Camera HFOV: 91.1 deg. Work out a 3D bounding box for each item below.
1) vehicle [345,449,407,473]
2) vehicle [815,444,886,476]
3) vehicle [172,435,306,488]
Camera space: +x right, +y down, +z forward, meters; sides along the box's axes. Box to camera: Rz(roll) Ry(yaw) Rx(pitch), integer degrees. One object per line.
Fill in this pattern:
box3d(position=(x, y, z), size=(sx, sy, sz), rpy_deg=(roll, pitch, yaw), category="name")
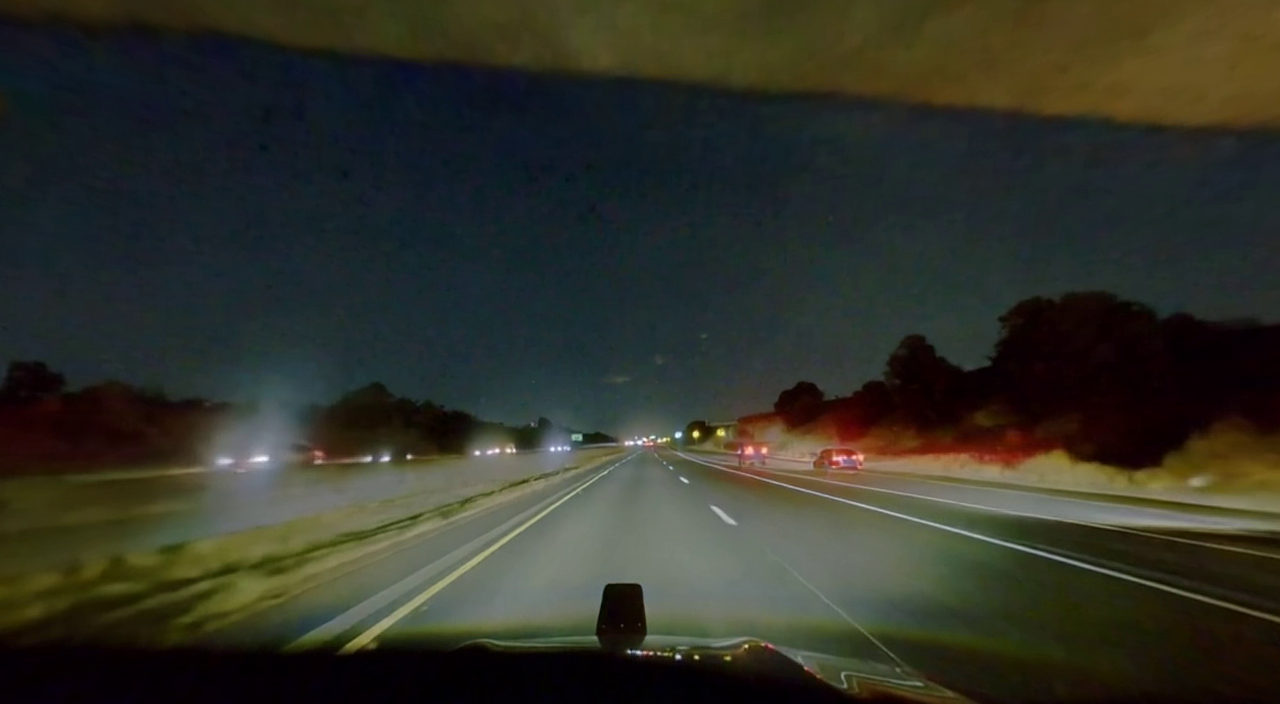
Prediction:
box3d(position=(-16.967, 7.008, 40.578), size=(1.953, 1.455, 4.538), rpy_deg=(0, -8, 1), category="vehicle")
box3d(position=(10.335, 5.304, 31.151), size=(1.927, 1.472, 4.076), rpy_deg=(0, -8, -2), category="vehicle")
box3d(position=(-17.453, 4.776, 27.790), size=(2.281, 2.090, 5.409), rpy_deg=(0, -8, 1), category="vehicle")
